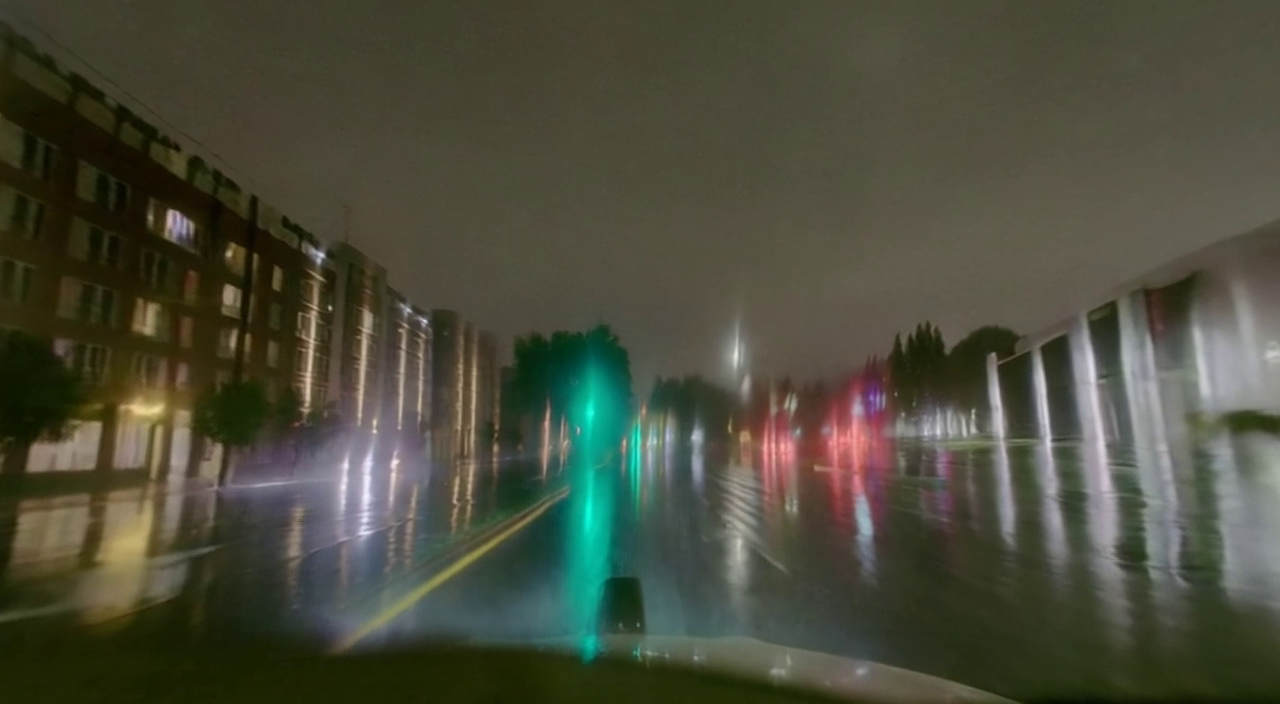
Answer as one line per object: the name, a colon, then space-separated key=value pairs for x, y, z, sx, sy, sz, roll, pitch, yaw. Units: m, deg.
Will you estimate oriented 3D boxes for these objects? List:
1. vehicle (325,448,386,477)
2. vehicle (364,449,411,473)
vehicle: x=-19.509 y=7.553 z=43.576 sx=2.255 sy=1.848 sz=4.617 roll=0 pitch=-8 yaw=-2
vehicle: x=-19.679 y=8.523 z=49.450 sx=1.965 sy=1.665 sz=4.577 roll=-2 pitch=-9 yaw=-2
